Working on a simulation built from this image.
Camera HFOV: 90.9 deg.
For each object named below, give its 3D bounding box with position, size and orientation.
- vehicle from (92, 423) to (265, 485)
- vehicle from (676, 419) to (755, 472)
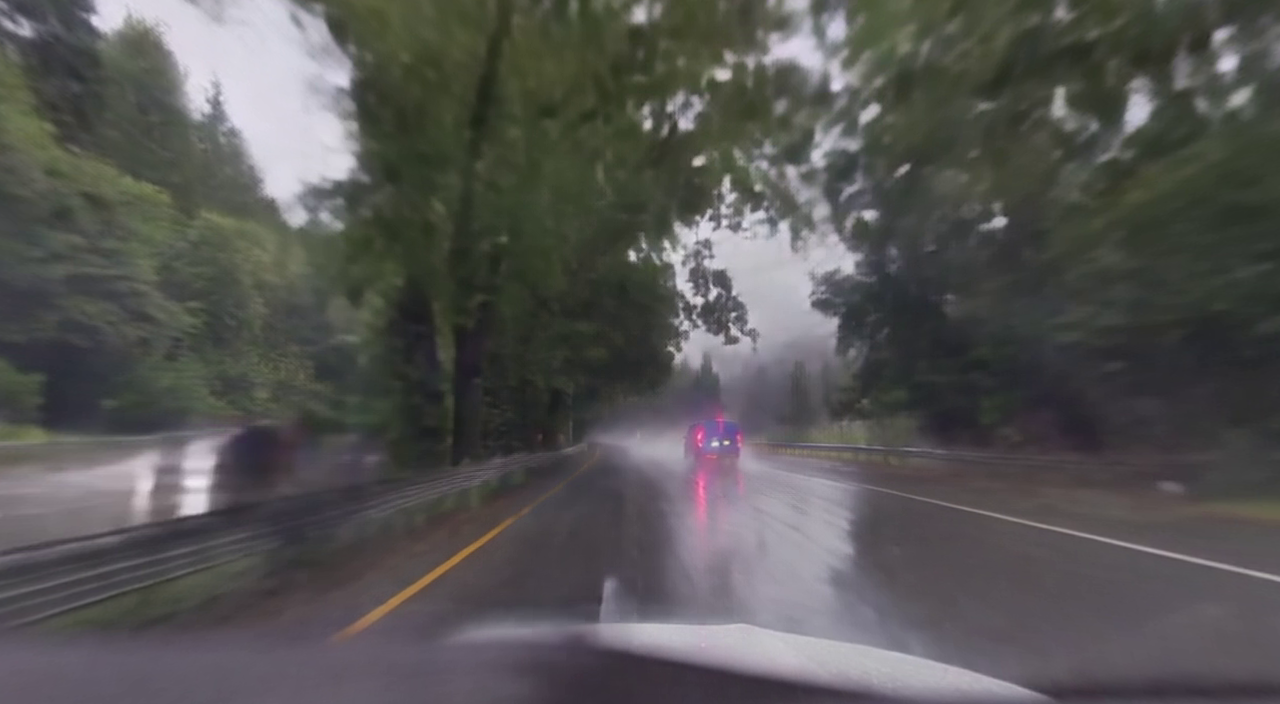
[{"bbox_3d":[-13.297,2.932,18.580,2.013,1.589,4.152,0,-8,-1],"label":"vehicle"},{"bbox_3d":[2.736,3.547,24.095,2.240,1.801,4.545,0,-8,-3],"label":"vehicle"}]
